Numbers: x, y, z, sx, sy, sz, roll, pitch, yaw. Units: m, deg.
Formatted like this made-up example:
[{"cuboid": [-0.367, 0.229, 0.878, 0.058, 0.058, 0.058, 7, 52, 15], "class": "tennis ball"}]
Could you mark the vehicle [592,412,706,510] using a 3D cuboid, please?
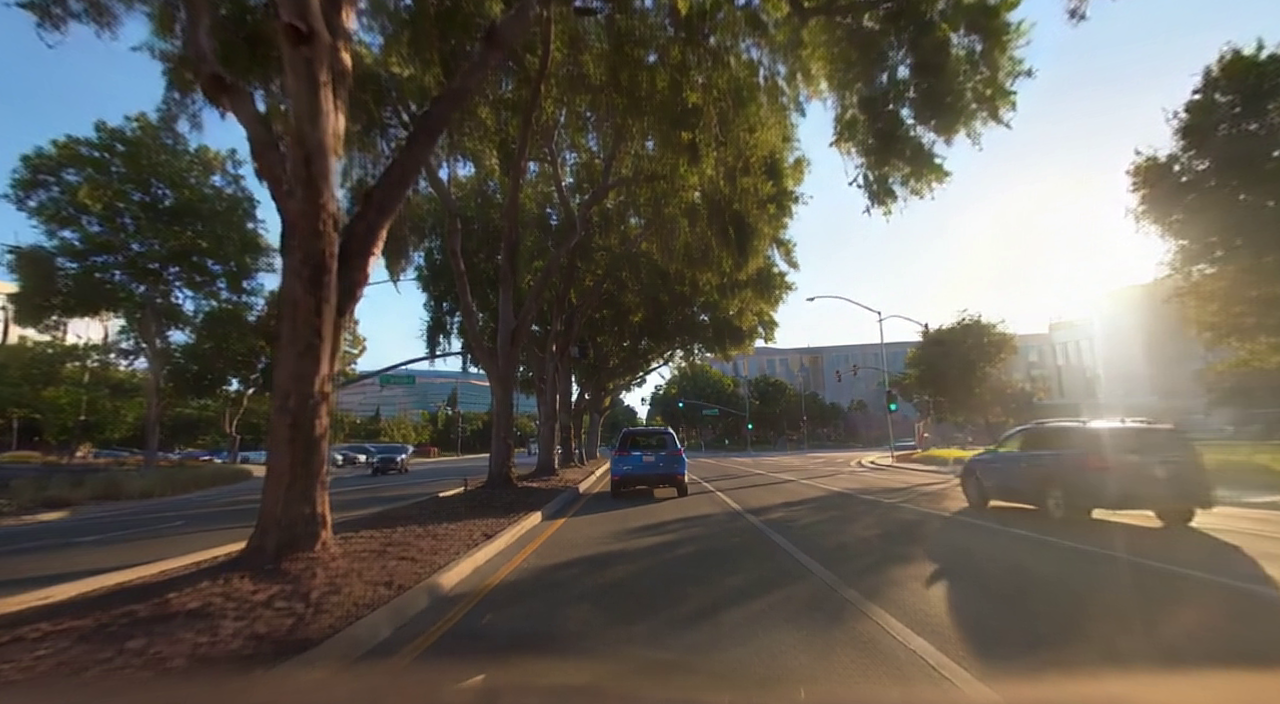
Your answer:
[{"cuboid": [0.222, 2.549, 15.099, 2.267, 1.926, 4.708, 0, -9, 1], "class": "vehicle"}]

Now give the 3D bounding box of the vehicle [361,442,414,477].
[{"cuboid": [-13.038, 5.562, 32.964, 2.209, 1.627, 4.582, 3, -9, -18], "class": "vehicle"}]

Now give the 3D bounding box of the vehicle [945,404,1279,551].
[{"cuboid": [6.983, 1.799, 9.640, 2.447, 1.707, 4.396, 0, -9, 0], "class": "vehicle"}]

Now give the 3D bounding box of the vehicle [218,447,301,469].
[{"cuboid": [-29.831, 8.307, 49.645, 5.244, 1.715, 1.950, 0, -9, 1], "class": "vehicle"}]

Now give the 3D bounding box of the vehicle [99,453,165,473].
[{"cuboid": [-39.654, 8.667, 49.442, 3.386, 1.456, 2.024, 0, -9, -1], "class": "vehicle"}]
